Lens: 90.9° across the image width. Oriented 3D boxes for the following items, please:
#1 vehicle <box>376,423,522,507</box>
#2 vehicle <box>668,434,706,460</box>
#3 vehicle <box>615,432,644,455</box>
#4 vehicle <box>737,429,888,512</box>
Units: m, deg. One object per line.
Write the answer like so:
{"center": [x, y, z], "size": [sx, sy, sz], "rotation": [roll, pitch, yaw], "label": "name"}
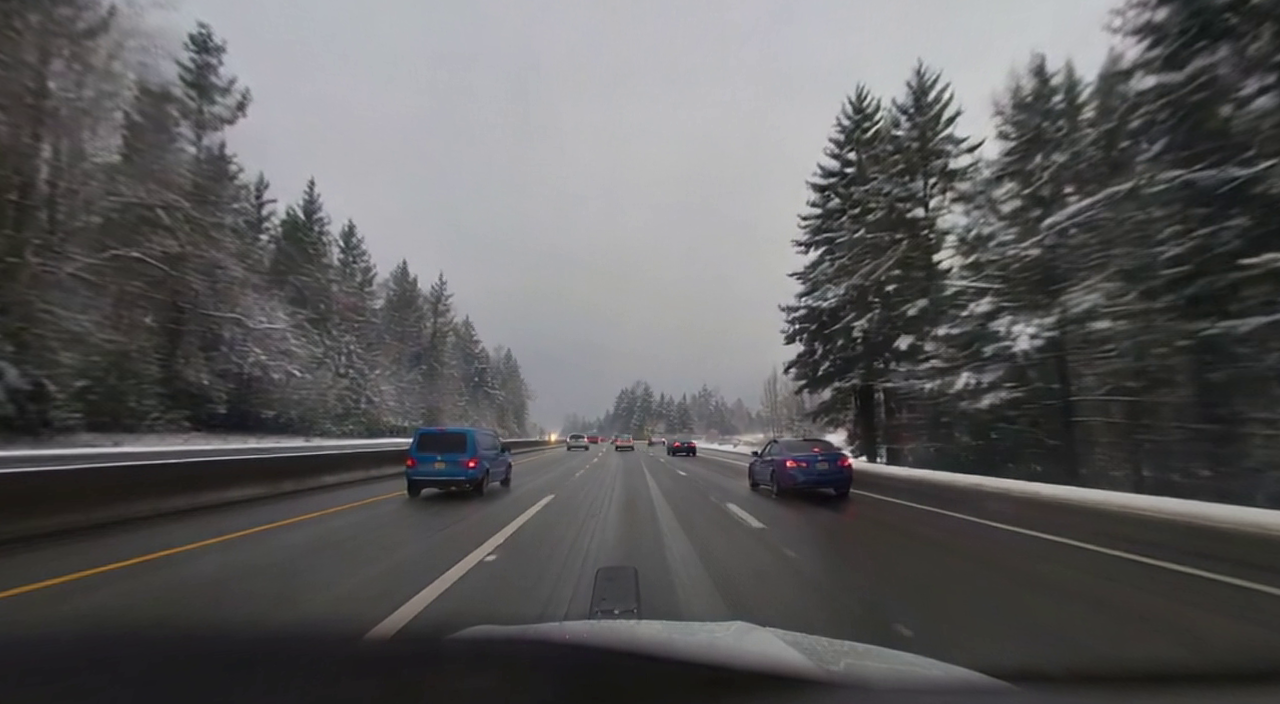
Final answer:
{"center": [-3.939, 2.375, 13.803], "size": [1.941, 1.529, 4.111], "rotation": [0, -8, -1], "label": "vehicle"}
{"center": [2.799, 5.788, 38.605], "size": [1.883, 1.536, 3.792], "rotation": [1, -8, -3], "label": "vehicle"}
{"center": [-0.846, 7.166, 49.656], "size": [2.191, 1.727, 3.981], "rotation": [1, -8, -2], "label": "vehicle"}
{"center": [3.455, 2.433, 13.472], "size": [1.986, 1.488, 3.867], "rotation": [1, -8, -3], "label": "vehicle"}
